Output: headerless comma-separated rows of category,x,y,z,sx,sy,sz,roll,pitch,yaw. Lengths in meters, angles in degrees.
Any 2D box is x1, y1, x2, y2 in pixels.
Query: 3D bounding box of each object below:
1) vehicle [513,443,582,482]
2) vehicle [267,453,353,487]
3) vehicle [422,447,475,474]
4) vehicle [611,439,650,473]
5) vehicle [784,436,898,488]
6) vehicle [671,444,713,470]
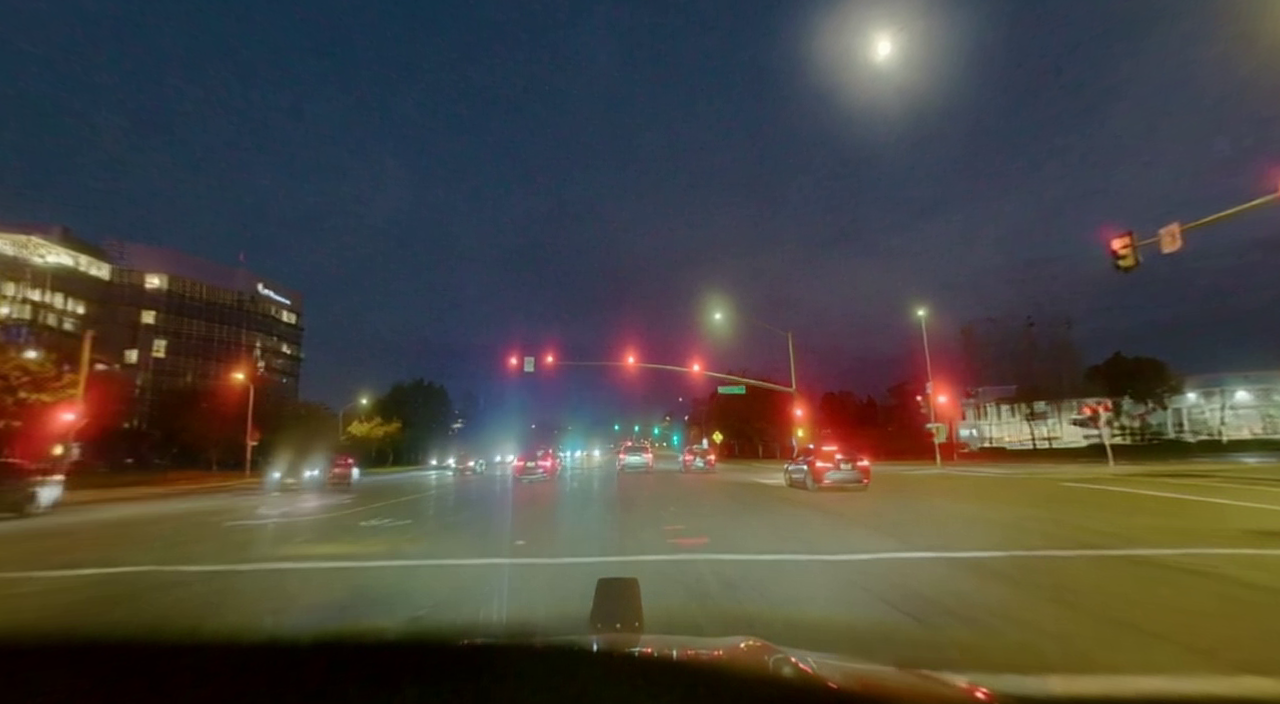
vehicle,-3.771,4.570,26.480,2.163,1.474,4.413,0,-8,1
vehicle,-15.834,5.653,30.590,1.893,1.429,4.188,0,-8,1
vehicle,-12.233,6.916,40.643,1.975,1.450,4.561,-5,-8,-1
vehicle,-0.490,5.586,34.272,2.008,1.716,4.125,0,-8,0
vehicle,6.234,3.455,20.272,2.028,1.451,4.625,0,-8,-1
vehicle,3.058,6.275,37.932,2.014,1.430,4.103,0,-8,-2
